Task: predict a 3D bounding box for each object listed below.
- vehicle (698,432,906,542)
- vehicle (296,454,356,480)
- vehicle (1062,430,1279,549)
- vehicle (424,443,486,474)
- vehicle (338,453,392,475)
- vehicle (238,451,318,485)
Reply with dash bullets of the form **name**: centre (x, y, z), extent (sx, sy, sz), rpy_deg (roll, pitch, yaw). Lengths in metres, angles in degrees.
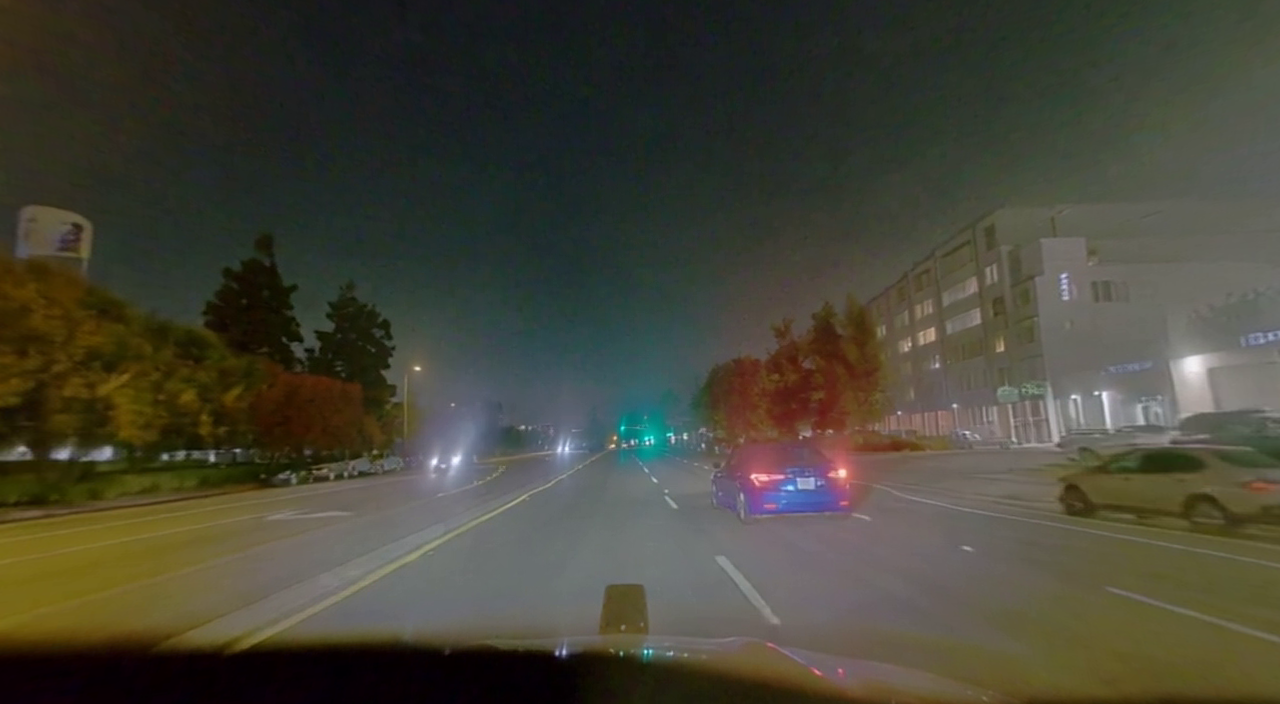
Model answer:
- **vehicle**: centre (2.372, 2.133, 10.679), extent (2.141, 1.443, 4.499), rpy_deg (0, -8, -3)
- **vehicle**: centre (-20.157, 7.368, 40.624), extent (1.736, 1.502, 4.259), rpy_deg (0, -8, -1)
- **vehicle**: centre (9.057, 1.997, 9.711), extent (2.037, 1.500, 4.205), rpy_deg (0, -8, -2)
- **vehicle**: centre (-9.861, 5.697, 34.010), extent (1.990, 1.496, 4.598), rpy_deg (0, -8, -1)
- **vehicle**: centre (-20.279, 8.272, 46.694), extent (1.896, 1.485, 4.546), rpy_deg (0, -8, 1)
- **vehicle**: centre (-20.064, 6.406, 35.171), extent (1.888, 1.751, 4.526), rpy_deg (0, -8, -2)
